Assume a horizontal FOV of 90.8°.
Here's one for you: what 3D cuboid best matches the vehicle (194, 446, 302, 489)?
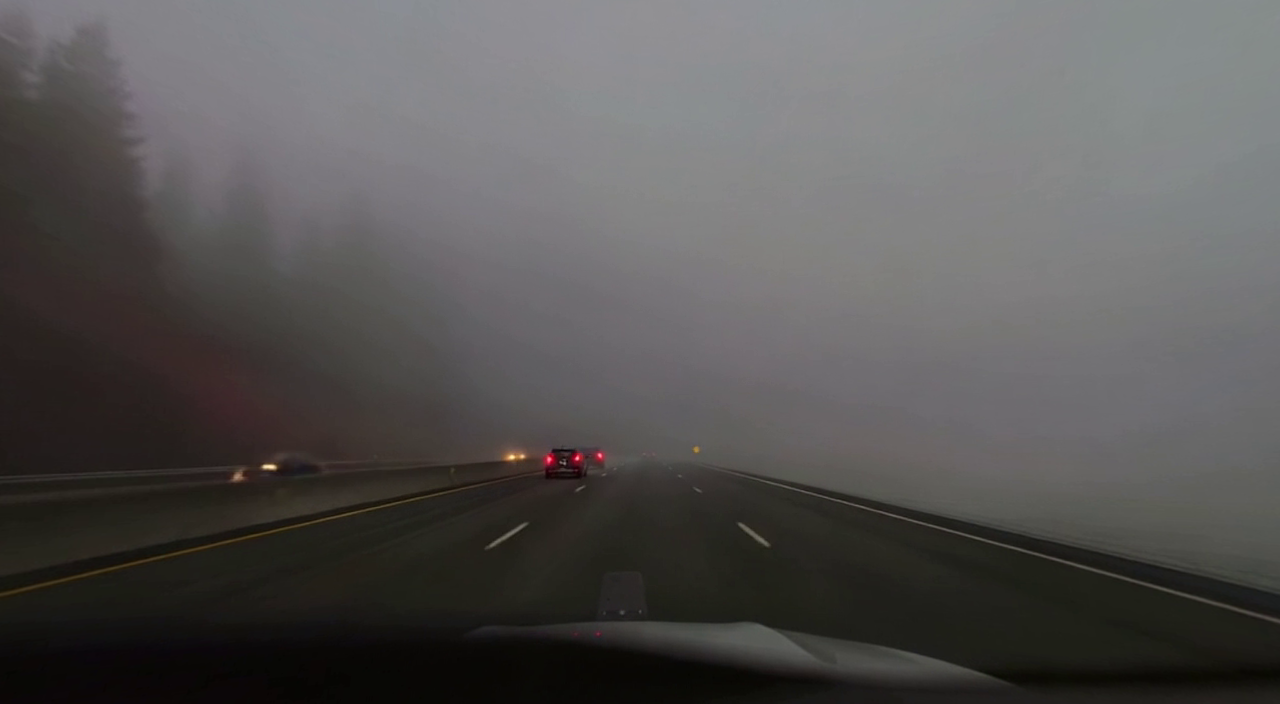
[{"bbox_3d":[-17.095,5.037,27.808,2.020,1.743,4.226,0,-9,0],"label":"vehicle"}]

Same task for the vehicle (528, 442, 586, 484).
[{"bbox_3d":[-3.383,4.615,26.465,1.846,1.600,4.108,0,-9,1],"label":"vehicle"}]
